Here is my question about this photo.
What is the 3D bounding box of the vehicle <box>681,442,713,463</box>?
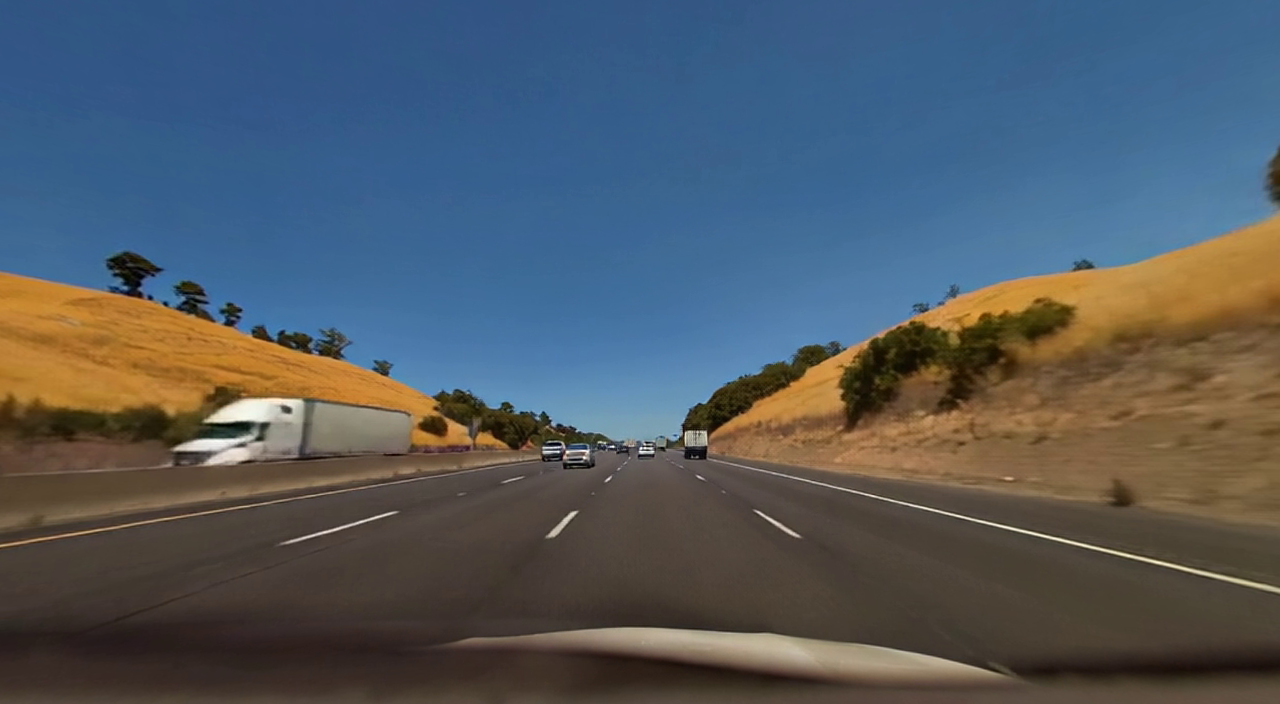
[{"bbox_3d":[4.378,7.722,48.650,2.027,1.525,4.348,0,-8,0],"label":"vehicle"}]

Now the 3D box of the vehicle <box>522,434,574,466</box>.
[{"bbox_3d":[-6.269,6.792,43.998,2.589,2.063,6.206,0,-8,1],"label":"vehicle"}]

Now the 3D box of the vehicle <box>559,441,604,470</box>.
[{"bbox_3d":[-3.279,5.913,36.377,2.091,1.552,4.516,0,-8,1],"label":"vehicle"}]

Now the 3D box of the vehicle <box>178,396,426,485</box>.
[{"bbox_3d":[-13.252,3.845,27.141,3.356,2.882,13.070,0,-8,1],"label":"vehicle"}]

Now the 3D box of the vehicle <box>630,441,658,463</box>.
[{"bbox_3d":[0.305,7.558,47.756,2.031,1.566,3.904,0,-8,0],"label":"vehicle"}]
